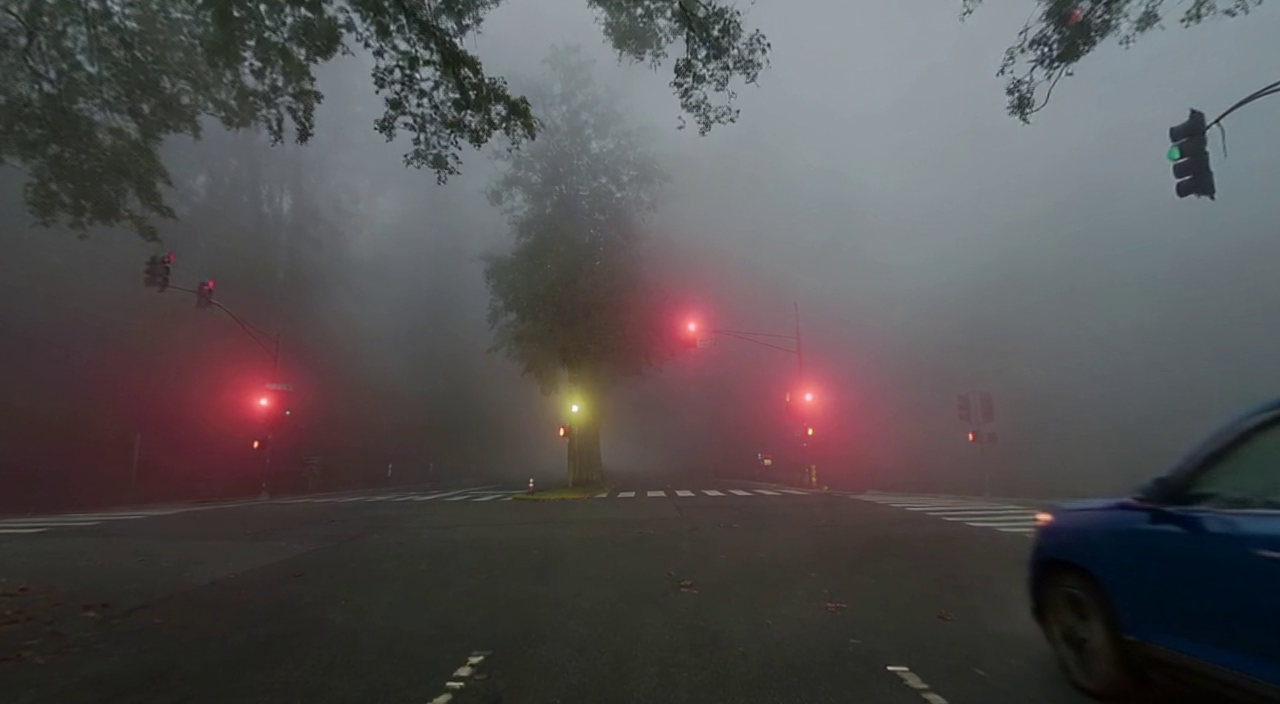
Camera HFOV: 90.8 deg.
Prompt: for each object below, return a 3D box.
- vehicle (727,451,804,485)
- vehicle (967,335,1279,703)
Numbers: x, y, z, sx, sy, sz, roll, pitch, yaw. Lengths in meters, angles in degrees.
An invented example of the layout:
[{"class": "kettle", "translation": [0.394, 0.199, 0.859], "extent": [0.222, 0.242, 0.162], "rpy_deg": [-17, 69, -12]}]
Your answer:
[{"class": "vehicle", "translation": [8.841, 8.237, 45.411], "extent": [2.771, 2.214, 7.159], "rpy_deg": [2, -9, -12]}, {"class": "vehicle", "translation": [3.222, 0.703, 1.609], "extent": [2.140, 1.655, 4.786], "rpy_deg": [0, -9, -1]}]
